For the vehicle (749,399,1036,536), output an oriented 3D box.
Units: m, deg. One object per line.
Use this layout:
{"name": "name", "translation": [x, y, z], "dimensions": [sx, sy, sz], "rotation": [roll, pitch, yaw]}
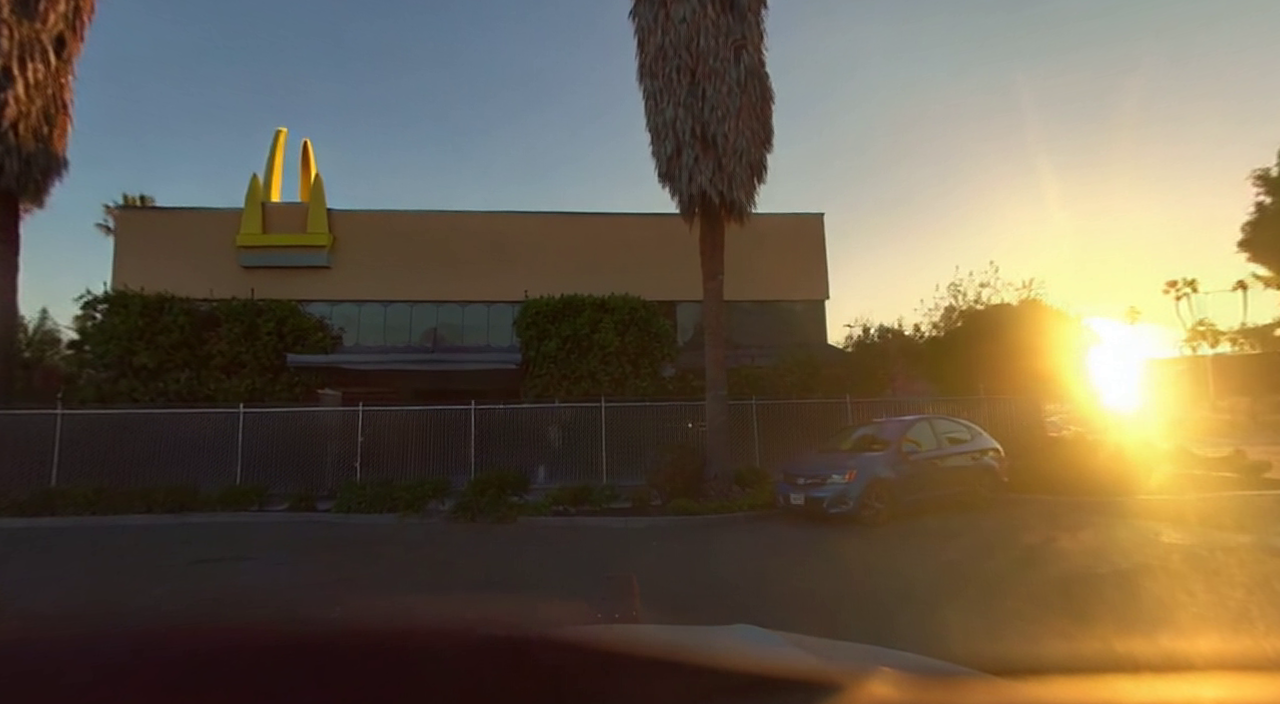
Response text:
{"name": "vehicle", "translation": [4.172, 1.746, 10.384], "dimensions": [4.365, 1.791, 2.073], "rotation": [4, -7, -30]}
